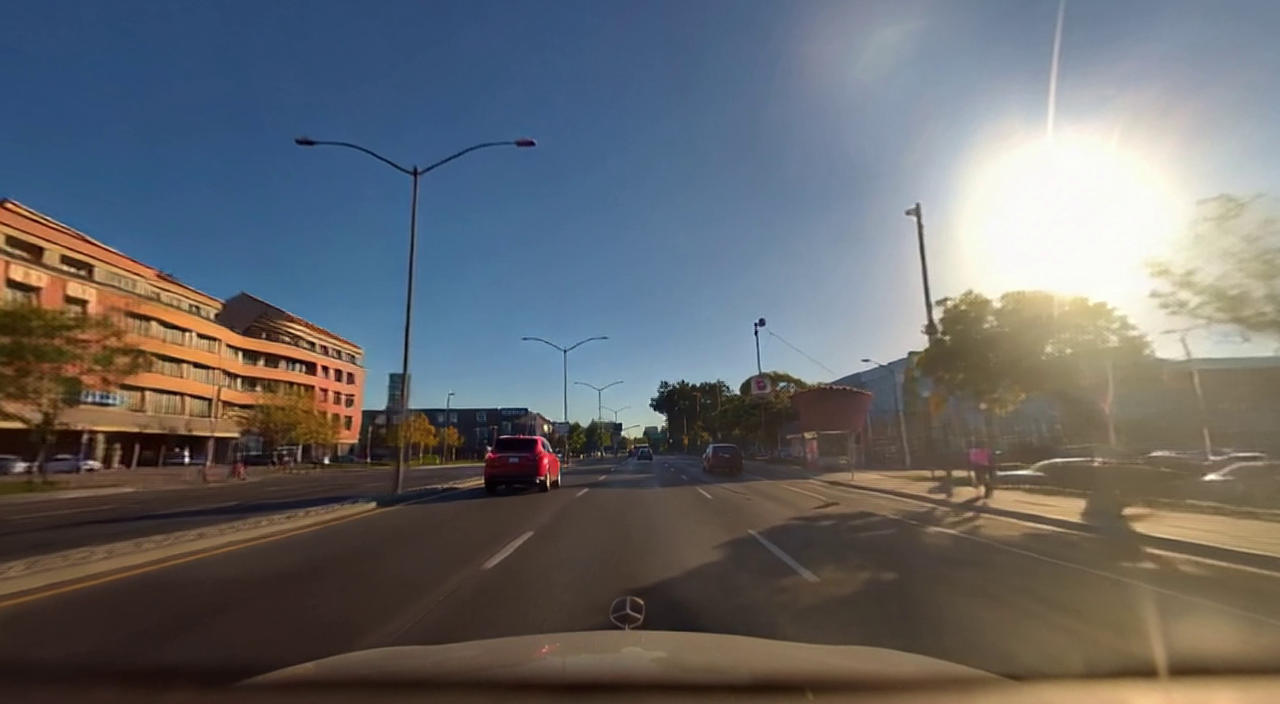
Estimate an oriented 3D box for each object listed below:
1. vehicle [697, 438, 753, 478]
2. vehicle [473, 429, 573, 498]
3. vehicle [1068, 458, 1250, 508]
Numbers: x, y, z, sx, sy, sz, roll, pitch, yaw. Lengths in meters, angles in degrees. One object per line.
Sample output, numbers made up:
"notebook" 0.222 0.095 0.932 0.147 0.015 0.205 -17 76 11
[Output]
"vehicle" 4.086 5.167 30.958 2.083 1.779 4.347 1 -9 -1
"vehicle" -3.356 3.313 19.016 2.047 1.810 4.414 0 -9 1
"vehicle" 16.477 4.147 20.163 4.211 1.443 1.819 1 -9 -1
